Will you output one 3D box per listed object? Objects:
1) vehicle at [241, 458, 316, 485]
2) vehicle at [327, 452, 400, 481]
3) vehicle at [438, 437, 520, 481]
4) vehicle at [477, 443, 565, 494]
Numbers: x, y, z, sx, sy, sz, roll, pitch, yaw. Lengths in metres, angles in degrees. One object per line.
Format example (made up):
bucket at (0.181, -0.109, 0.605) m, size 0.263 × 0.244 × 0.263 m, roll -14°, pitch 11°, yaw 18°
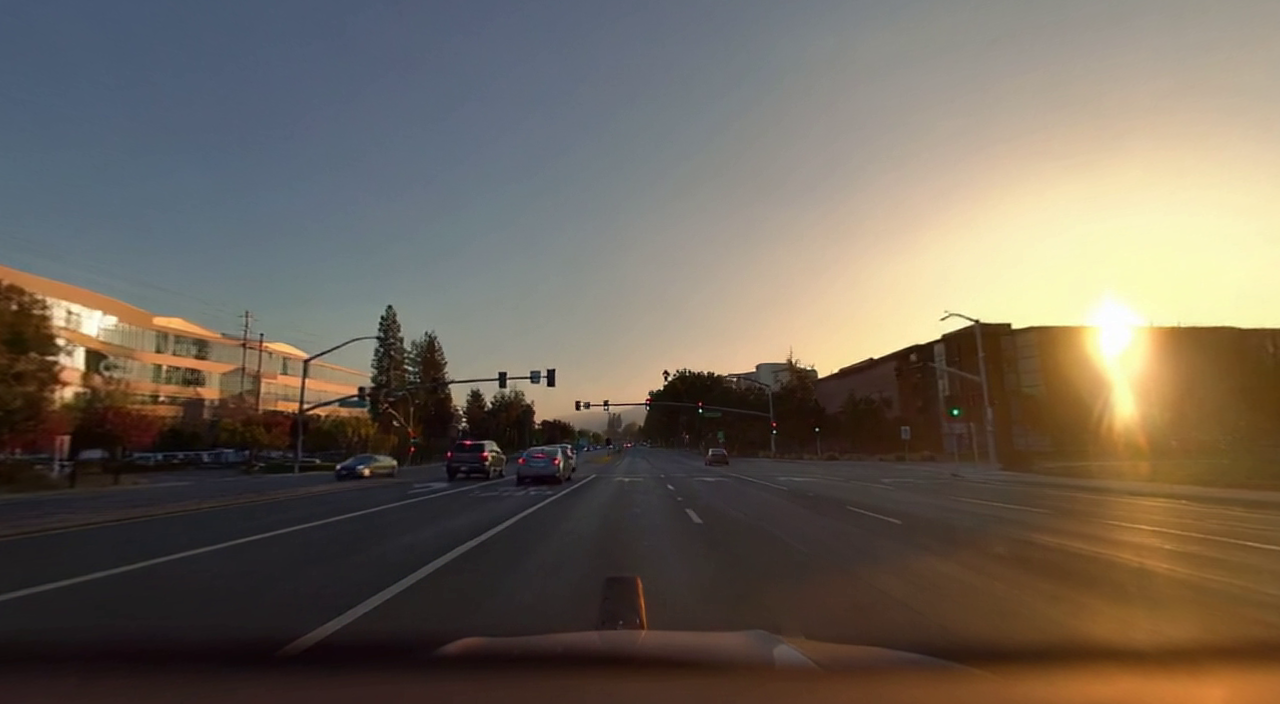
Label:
vehicle at (-22.512, 7.408, 39.538) m, size 1.863 × 1.477 × 4.730 m, roll 0°, pitch -9°, yaw 1°
vehicle at (-15.840, 6.558, 36.481) m, size 1.971 × 1.548 × 4.907 m, roll 0°, pitch -9°, yaw 1°
vehicle at (-7.197, 4.850, 28.948) m, size 2.185 × 1.810 × 5.589 m, roll 0°, pitch -8°, yaw 1°
vehicle at (-3.726, 3.732, 20.658) m, size 2.018 × 1.463 × 4.603 m, roll 0°, pitch -9°, yaw 0°
